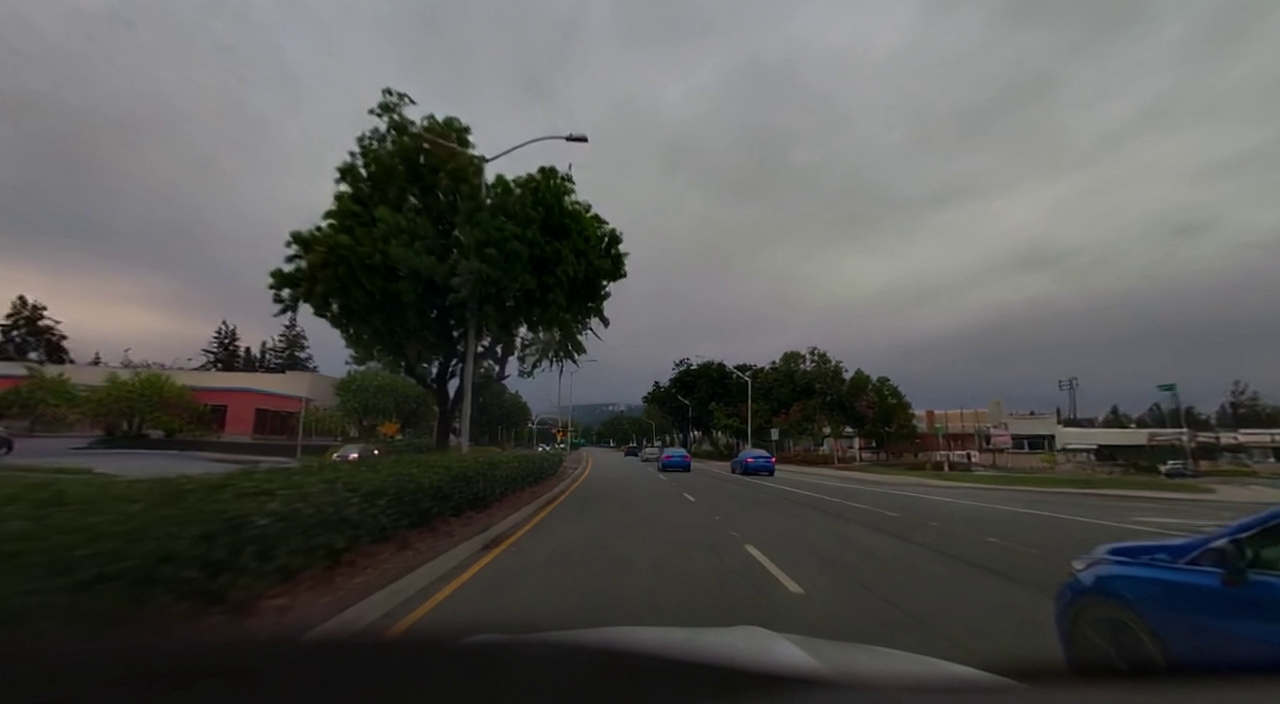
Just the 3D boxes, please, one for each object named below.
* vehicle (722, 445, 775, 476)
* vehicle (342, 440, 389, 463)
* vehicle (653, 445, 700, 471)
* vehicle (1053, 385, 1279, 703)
[{"bbox_3d":[5.771,5.792,33.913,1.886,1.528,4.169,1,-9,-3],"label":"vehicle"},{"bbox_3d":[-21.165,7.696,48.688,1.982,1.650,4.157,1,-9,-4],"label":"vehicle"},{"bbox_3d":[2.067,6.223,37.100,2.256,1.451,4.313,1,-9,-4],"label":"vehicle"},{"bbox_3d":[3.282,0.743,1.212,2.102,1.524,4.126,0,-9,-1],"label":"vehicle"}]
